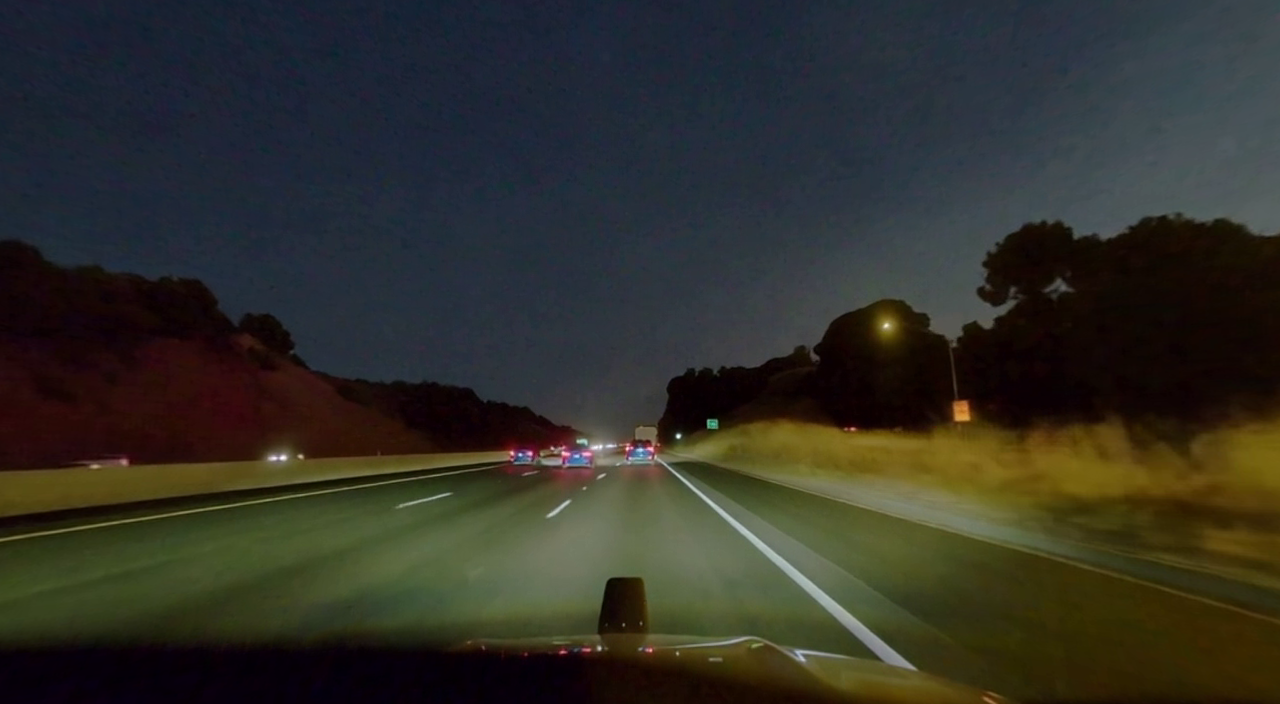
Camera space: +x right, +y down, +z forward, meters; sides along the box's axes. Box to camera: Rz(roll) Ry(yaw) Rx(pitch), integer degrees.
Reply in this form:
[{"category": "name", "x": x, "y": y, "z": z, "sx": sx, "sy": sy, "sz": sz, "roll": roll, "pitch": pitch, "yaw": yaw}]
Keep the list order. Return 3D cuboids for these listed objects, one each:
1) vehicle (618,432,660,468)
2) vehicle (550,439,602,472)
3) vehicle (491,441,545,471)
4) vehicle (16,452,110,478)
[{"category": "vehicle", "x": -0.042, "y": 5.721, "z": 36.819, "sx": 2.309, "sy": 1.915, "sz": 5.130, "roll": 0, "pitch": -8, "yaw": 0}, {"category": "vehicle", "x": -3.292, "y": 5.457, "z": 33.447, "sx": 2.139, "sy": 1.589, "sz": 5.102, "roll": 0, "pitch": -8, "yaw": 1}, {"category": "vehicle", "x": -6.779, "y": 5.836, "z": 35.609, "sx": 2.009, "sy": 1.519, "sz": 4.697, "roll": 0, "pitch": -8, "yaw": 1}, {"category": "vehicle", "x": -37.546, "y": 7.318, "z": 41.201, "sx": 1.956, "sy": 1.551, "sz": 4.516, "roll": 0, "pitch": -8, "yaw": -1}]
